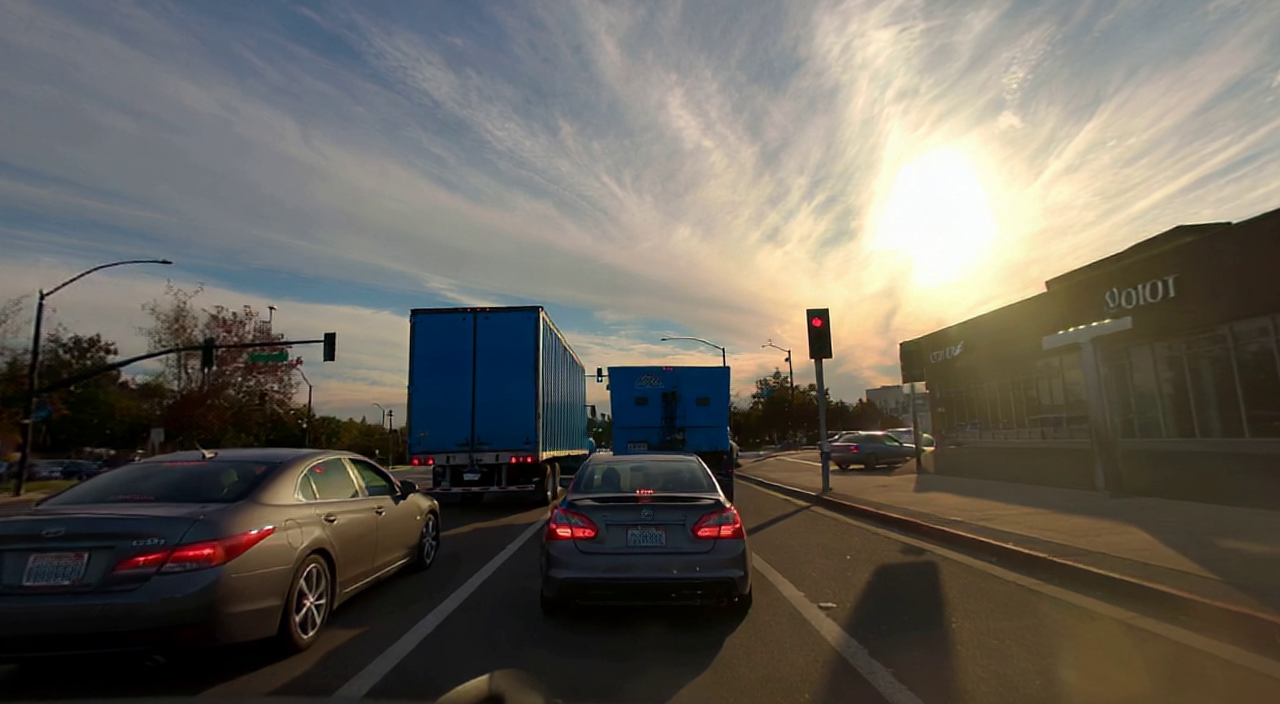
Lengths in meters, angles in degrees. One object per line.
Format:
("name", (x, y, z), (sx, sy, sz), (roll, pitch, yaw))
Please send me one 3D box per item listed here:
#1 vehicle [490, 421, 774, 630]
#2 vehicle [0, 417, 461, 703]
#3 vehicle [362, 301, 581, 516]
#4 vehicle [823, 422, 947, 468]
("vehicle", (-0.113, 1.571, 6.705), (2.067, 1.506, 4.118), (0, -8, -2))
("vehicle", (-3.102, 1.373, 5.162), (1.969, 1.471, 4.378), (0, -8, 0))
("vehicle", (-3.262, 1.472, 14.624), (3.020, 3.800, 7.105), (0, -8, 1))
("vehicle", (10.921, 4.177, 28.144), (4.681, 1.713, 1.969), (-2, -10, -10))
